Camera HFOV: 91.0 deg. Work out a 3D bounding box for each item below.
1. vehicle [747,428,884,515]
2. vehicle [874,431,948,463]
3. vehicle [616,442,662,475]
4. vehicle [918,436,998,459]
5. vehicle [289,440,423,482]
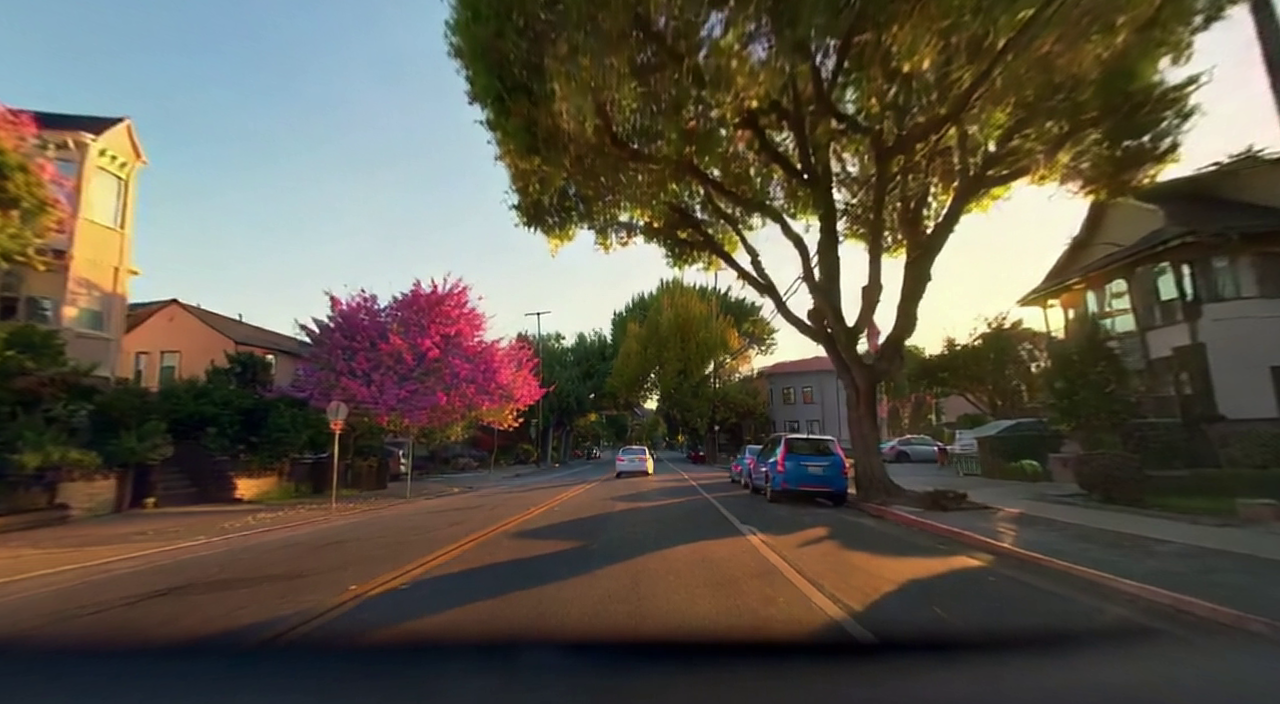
[{"bbox_3d":[4.164,2.903,15.973,2.100,1.830,5.040,0,-8,1],"label":"vehicle"},{"bbox_3d":[15.088,5.328,35.314,1.919,1.677,4.590,0,-8,-3],"label":"vehicle"},{"bbox_3d":[-0.004,5.126,30.618,2.104,1.500,3.815,0,-8,1],"label":"vehicle"},{"bbox_3d":[21.383,6.470,42.444,4.311,1.466,2.006,-1,-10,5],"label":"vehicle"},{"bbox_3d":[-15.372,5.945,34.376,6.278,1.911,2.173,-3,-10,0],"label":"vehicle"}]
